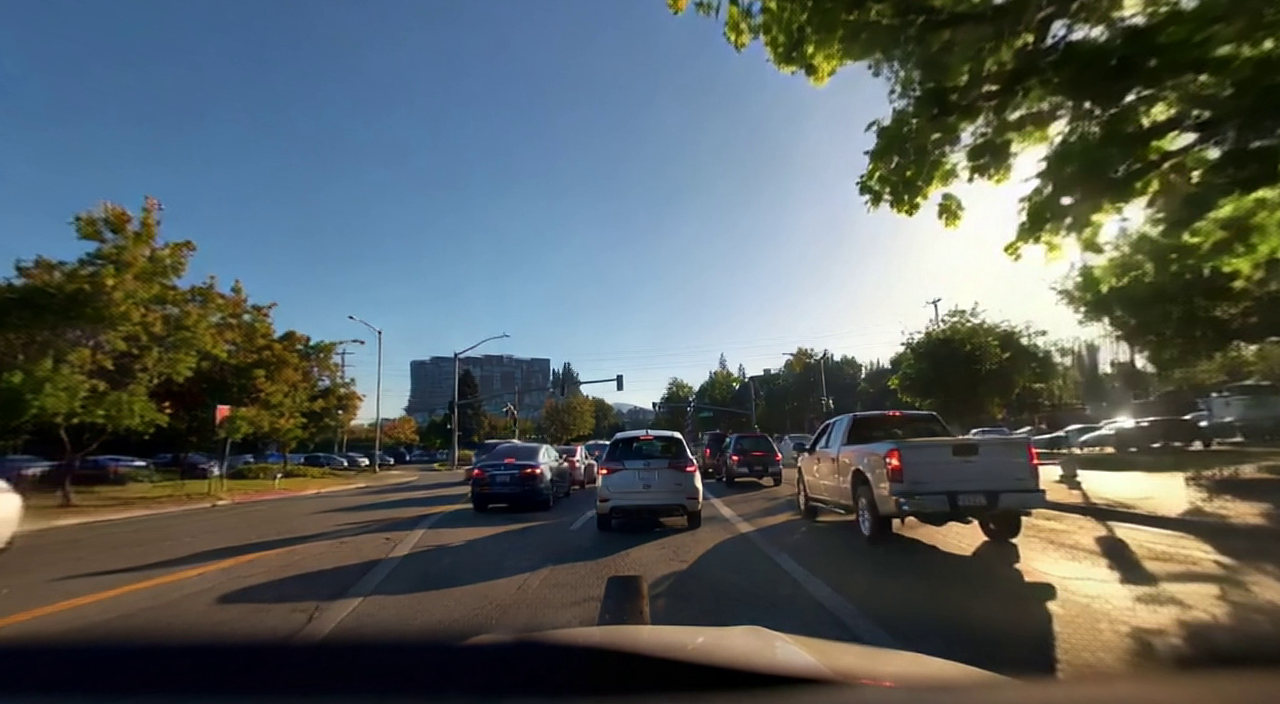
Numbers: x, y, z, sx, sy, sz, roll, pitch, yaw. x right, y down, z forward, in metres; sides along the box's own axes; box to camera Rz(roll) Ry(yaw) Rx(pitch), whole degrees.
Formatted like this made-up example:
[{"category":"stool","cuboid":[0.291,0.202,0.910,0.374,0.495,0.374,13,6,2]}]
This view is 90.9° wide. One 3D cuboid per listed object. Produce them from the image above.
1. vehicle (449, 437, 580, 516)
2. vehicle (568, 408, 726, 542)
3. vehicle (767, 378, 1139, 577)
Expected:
[{"category":"vehicle","cuboid":[-2.642,2.761,14.439,2.023,1.494,4.259,-1,-9,2]},{"category":"vehicle","cuboid":[0.156,1.973,10.490,2.113,1.768,3.901,-1,-9,2]},{"category":"vehicle","cuboid":[3.563,1.660,9.012,2.317,1.857,5.940,-1,-9,1]}]
